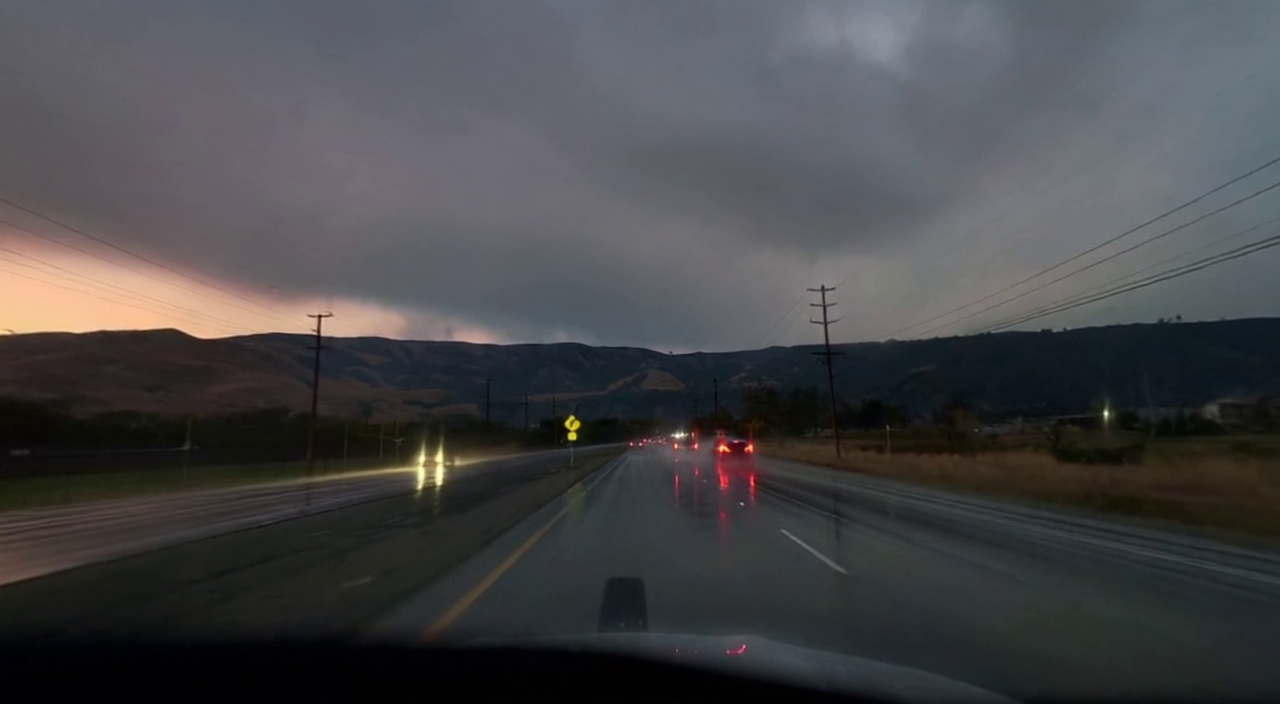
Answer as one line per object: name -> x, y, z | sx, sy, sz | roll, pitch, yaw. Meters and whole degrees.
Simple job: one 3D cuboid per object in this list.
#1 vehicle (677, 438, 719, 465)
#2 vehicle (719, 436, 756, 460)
vehicle -> 3.487, 6.108, 38.979 | 2.148, 1.538, 4.430 | 0, -8, 0
vehicle -> 7.602, 7.518, 49.545 | 2.084, 1.830, 4.684 | 0, -8, 0
